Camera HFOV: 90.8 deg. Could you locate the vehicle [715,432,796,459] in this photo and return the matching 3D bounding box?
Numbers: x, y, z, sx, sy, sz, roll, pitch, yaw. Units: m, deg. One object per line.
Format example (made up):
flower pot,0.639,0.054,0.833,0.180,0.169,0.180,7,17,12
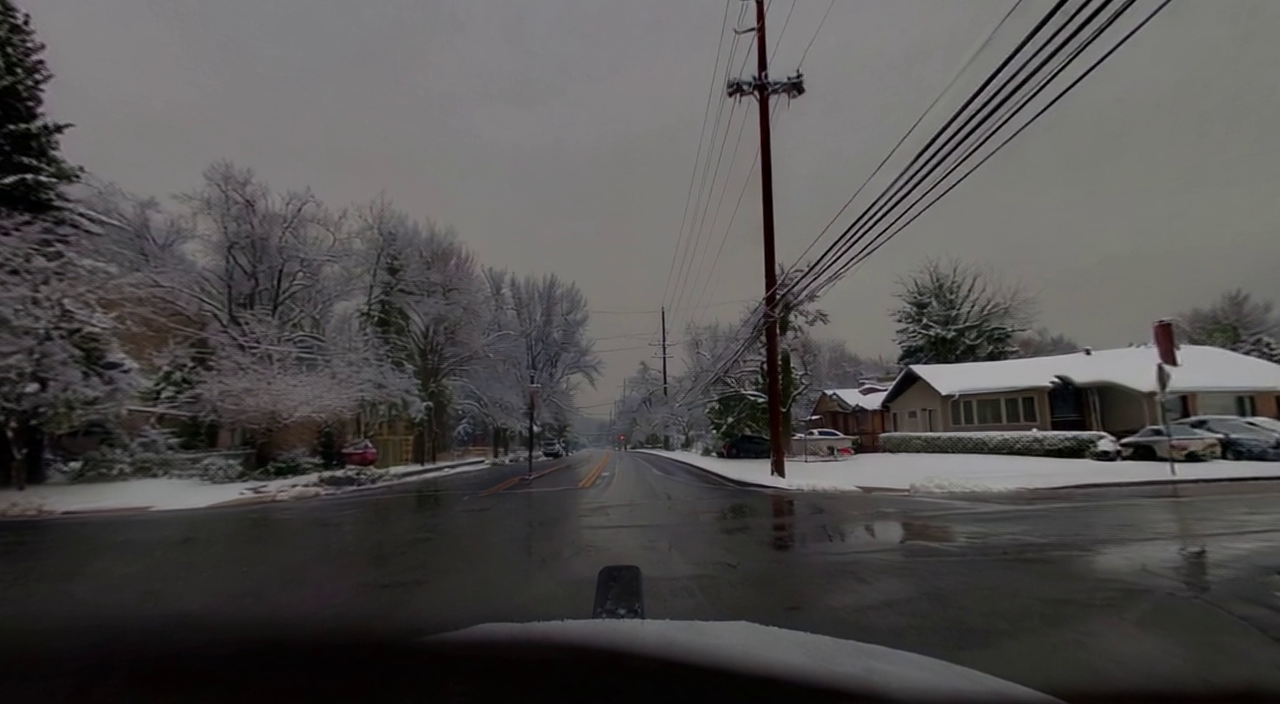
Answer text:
vehicle,7.388,6.020,40.705,4.784,1.647,1.947,0,-8,-5
